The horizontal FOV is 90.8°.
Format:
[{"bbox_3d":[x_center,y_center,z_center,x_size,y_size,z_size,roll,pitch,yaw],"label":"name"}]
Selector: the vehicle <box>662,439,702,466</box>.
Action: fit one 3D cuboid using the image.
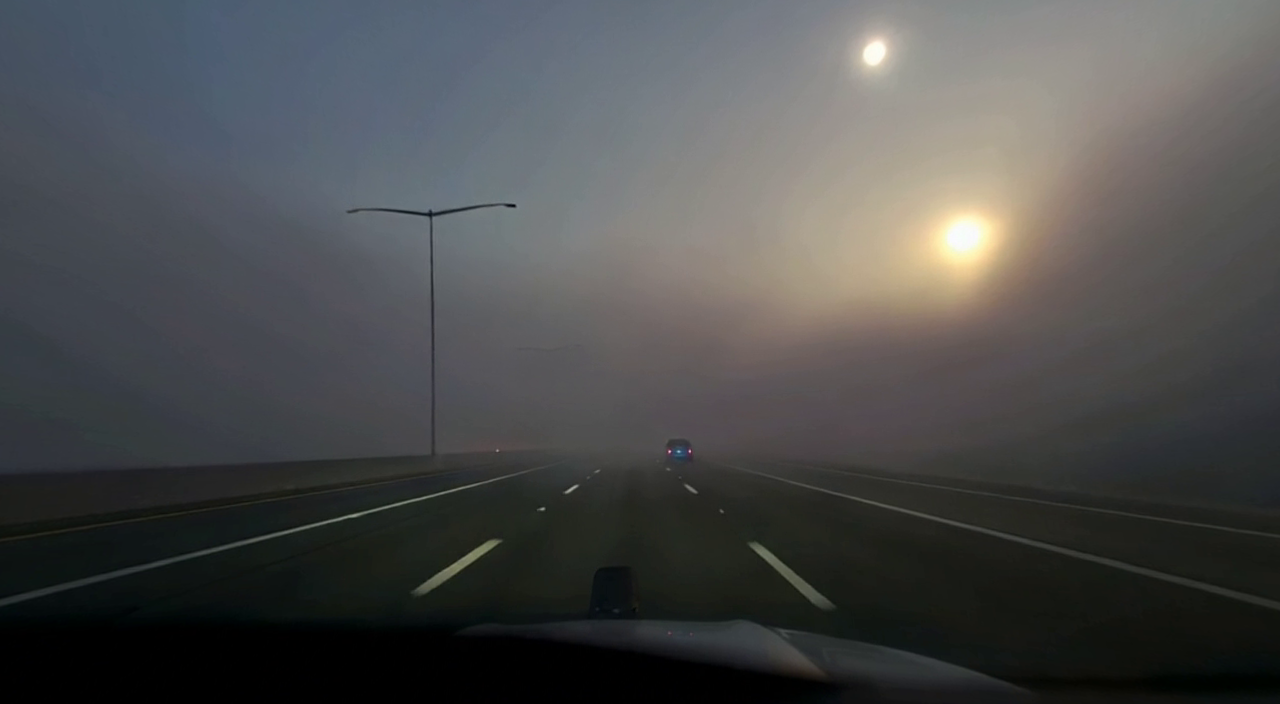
[{"bbox_3d":[2.707,6.546,41.283,2.270,1.615,3.770,0,-8,-1],"label":"vehicle"}]
